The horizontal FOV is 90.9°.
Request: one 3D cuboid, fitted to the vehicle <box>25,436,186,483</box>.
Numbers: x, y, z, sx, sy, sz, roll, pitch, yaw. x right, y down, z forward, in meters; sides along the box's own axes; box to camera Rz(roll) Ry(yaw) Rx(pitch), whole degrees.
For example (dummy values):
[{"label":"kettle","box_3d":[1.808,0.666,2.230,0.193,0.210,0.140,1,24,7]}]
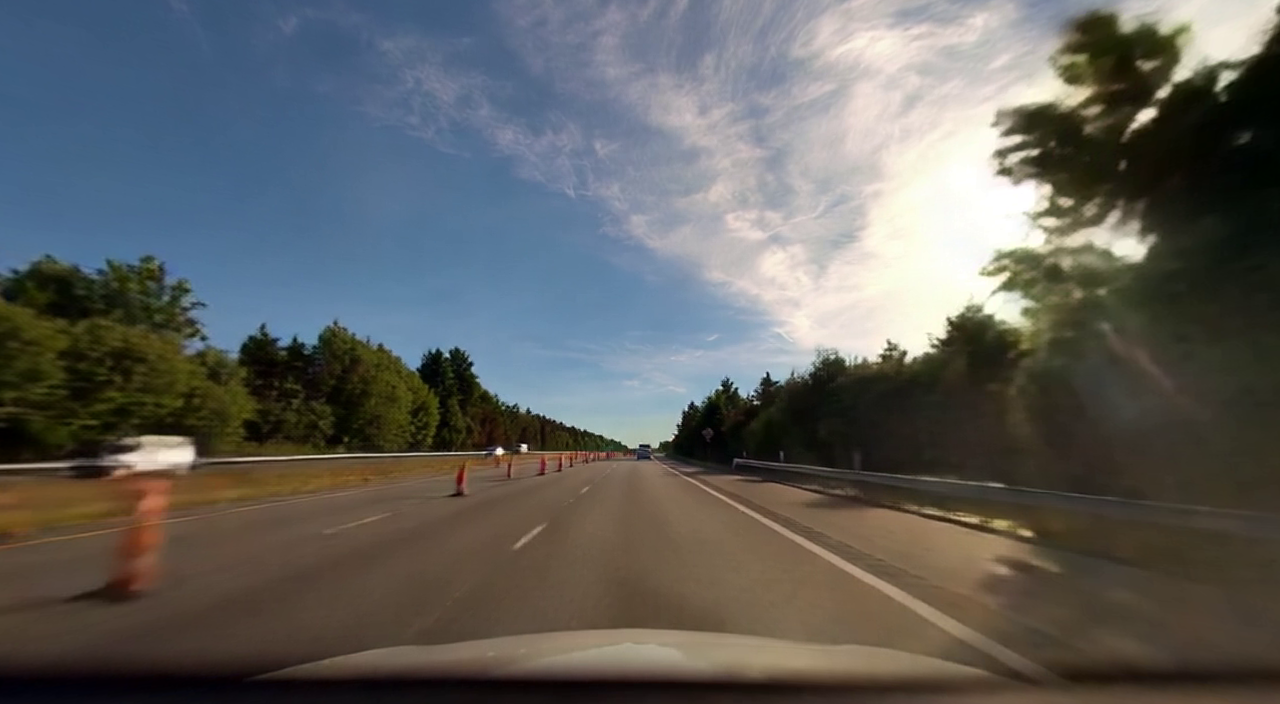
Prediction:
[{"label":"vehicle","box_3d":[-20.345,4.114,24.352,1.961,1.603,4.774,0,-9,1]}]
